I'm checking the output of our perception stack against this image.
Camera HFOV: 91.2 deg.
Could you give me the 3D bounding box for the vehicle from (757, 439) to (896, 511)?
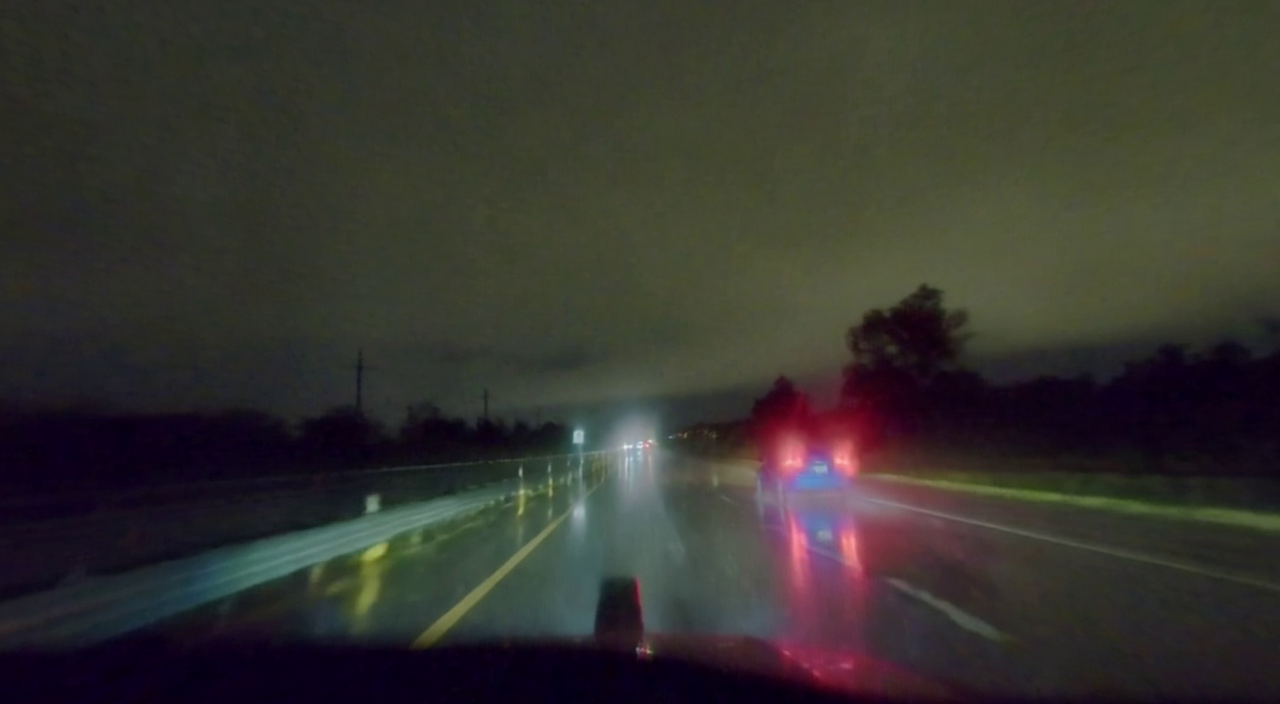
[{"bbox_3d":[4.240,2.871,15.043,1.981,1.440,4.125,0,-9,-1],"label":"vehicle"}]
